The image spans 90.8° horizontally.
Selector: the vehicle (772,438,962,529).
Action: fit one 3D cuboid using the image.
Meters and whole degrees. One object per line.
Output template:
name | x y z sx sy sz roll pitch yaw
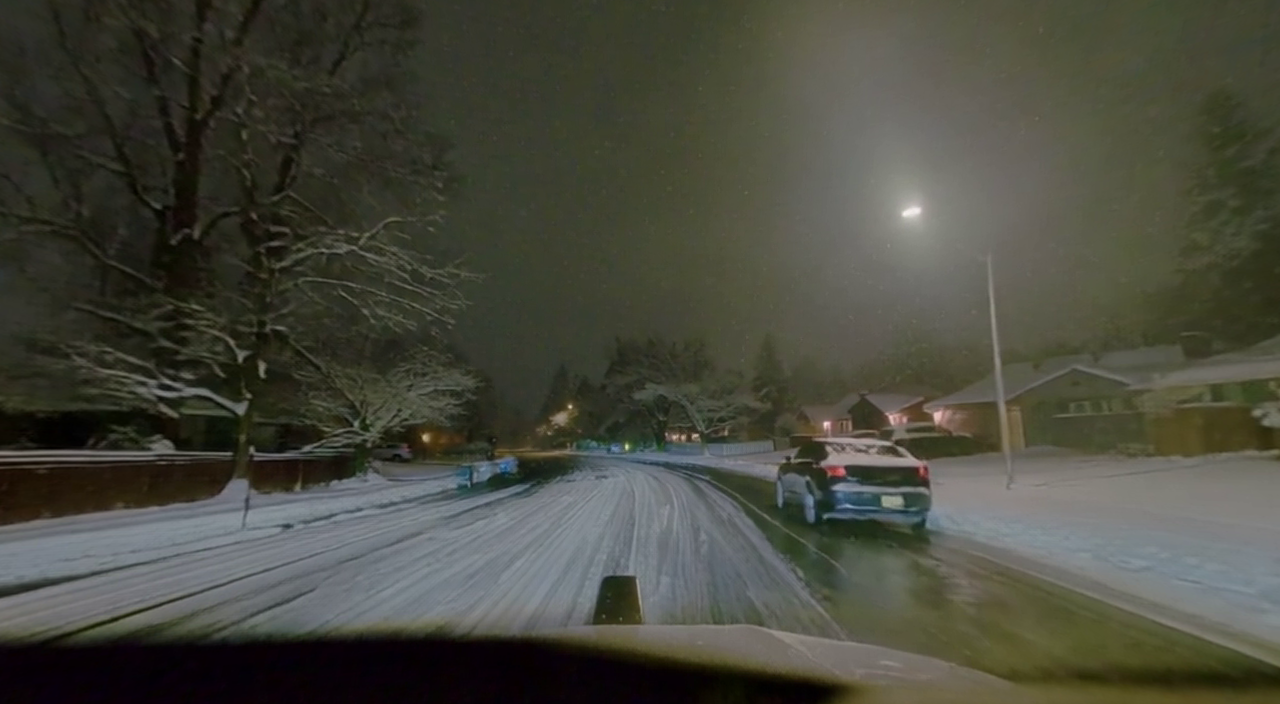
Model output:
vehicle | 4.312 2.575 12.963 2.088 1.522 4.449 0 -9 -2
